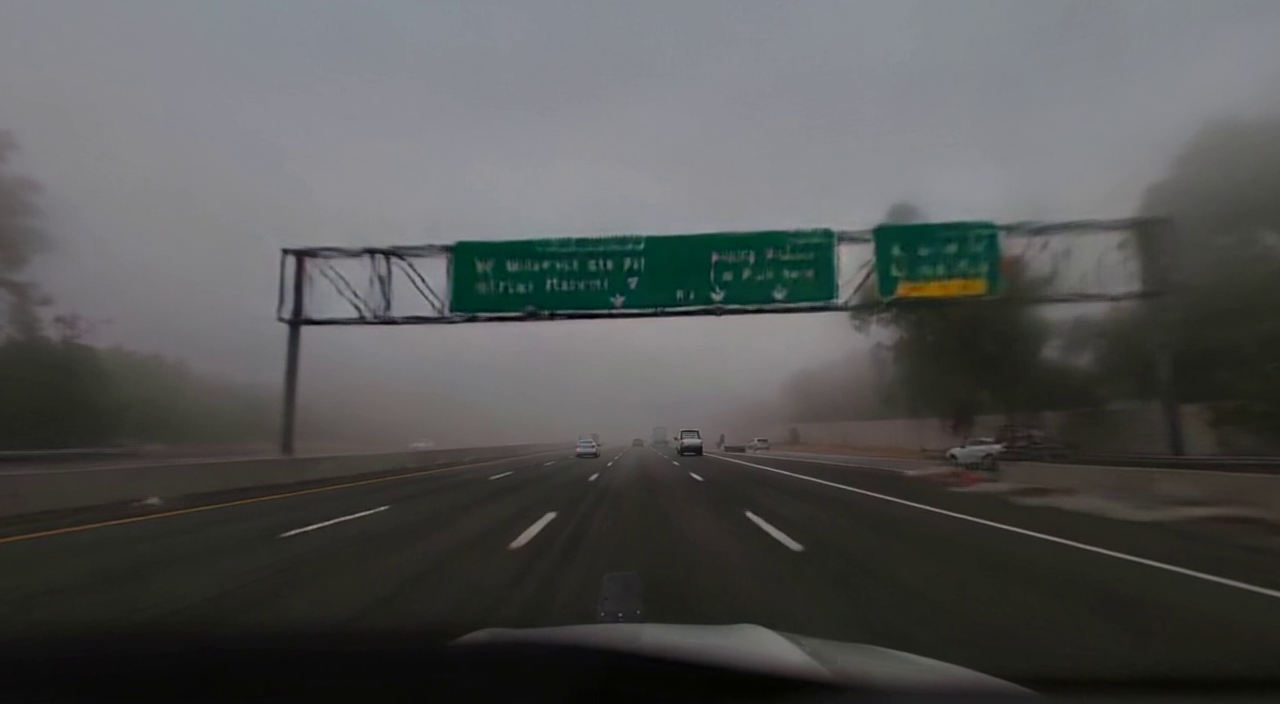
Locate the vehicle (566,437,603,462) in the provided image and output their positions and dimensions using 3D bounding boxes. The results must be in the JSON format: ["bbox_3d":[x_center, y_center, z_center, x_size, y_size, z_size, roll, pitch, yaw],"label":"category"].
[{"bbox_3d":[-3.567,6.351,41.181,2.066,1.500,4.415,0,-8,0],"label":"vehicle"}]

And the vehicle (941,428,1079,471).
[{"bbox_3d":[17.324,4.599,29.926,2.261,1.824,5.678,2,-9,-12],"label":"vehicle"}]

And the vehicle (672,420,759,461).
[{"bbox_3d":[4.025,5.346,37.699,3.042,2.004,14.051,0,-8,-2],"label":"vehicle"}]
